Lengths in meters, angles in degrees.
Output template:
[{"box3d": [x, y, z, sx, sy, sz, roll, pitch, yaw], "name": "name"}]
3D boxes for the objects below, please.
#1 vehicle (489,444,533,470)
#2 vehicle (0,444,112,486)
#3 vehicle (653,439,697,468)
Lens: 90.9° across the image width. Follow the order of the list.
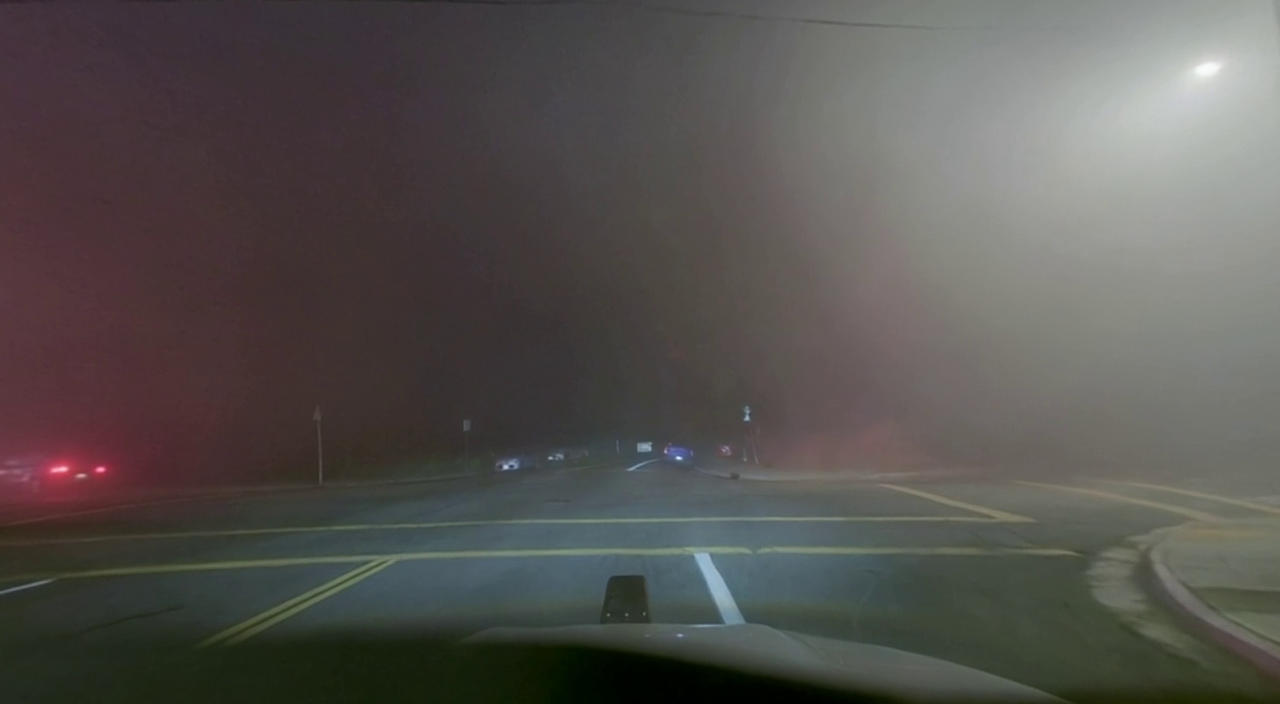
[{"box3d": [-8.113, 6.646, 40.008, 2.102, 1.507, 4.049, 0, -8, -2], "name": "vehicle"}, {"box3d": [-27.592, 5.185, 29.129, 4.986, 1.796, 2.066, -2, -8, 12], "name": "vehicle"}, {"box3d": [1.871, 5.538, 34.654, 2.051, 1.461, 4.100, 0, -8, -2], "name": "vehicle"}]
